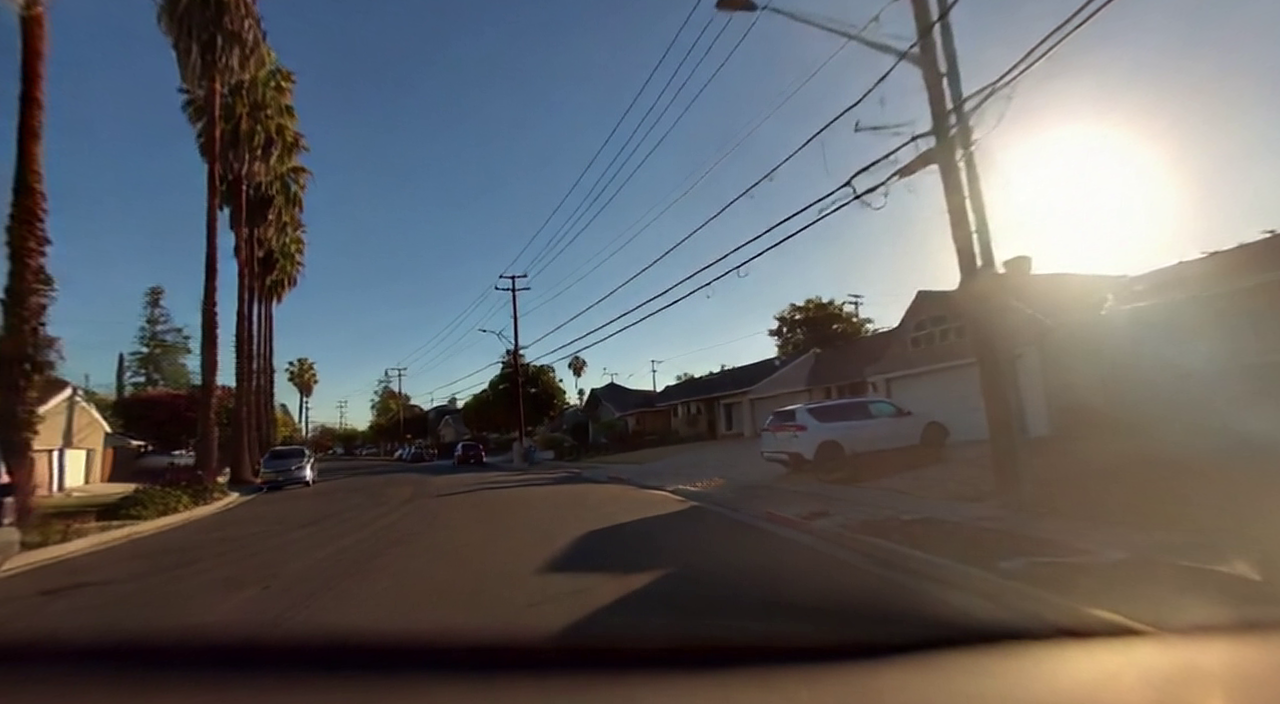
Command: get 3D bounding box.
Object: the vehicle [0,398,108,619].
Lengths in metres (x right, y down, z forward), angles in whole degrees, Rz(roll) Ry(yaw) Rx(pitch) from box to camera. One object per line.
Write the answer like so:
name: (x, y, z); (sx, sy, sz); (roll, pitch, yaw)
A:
vehicle: (-7.419, 1.318, 4.382); (2.552, 2.134, 6.076); (-3, -9, -5)

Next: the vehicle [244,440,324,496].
vehicle: (-13.534, 4.409, 24.330); (2.410, 1.790, 4.699); (1, -9, -26)

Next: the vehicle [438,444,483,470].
vehicle: (-11.525, 6.681, 40.334); (1.870, 1.490, 3.802); (4, -8, -29)

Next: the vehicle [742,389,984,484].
vehicle: (5.406, 2.068, 15.597); (5.102, 2.040, 2.472); (2, -8, -18)

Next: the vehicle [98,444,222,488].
vehicle: (-22.004, 5.191, 29.173); (4.060, 1.843, 1.979); (3, -8, -20)
